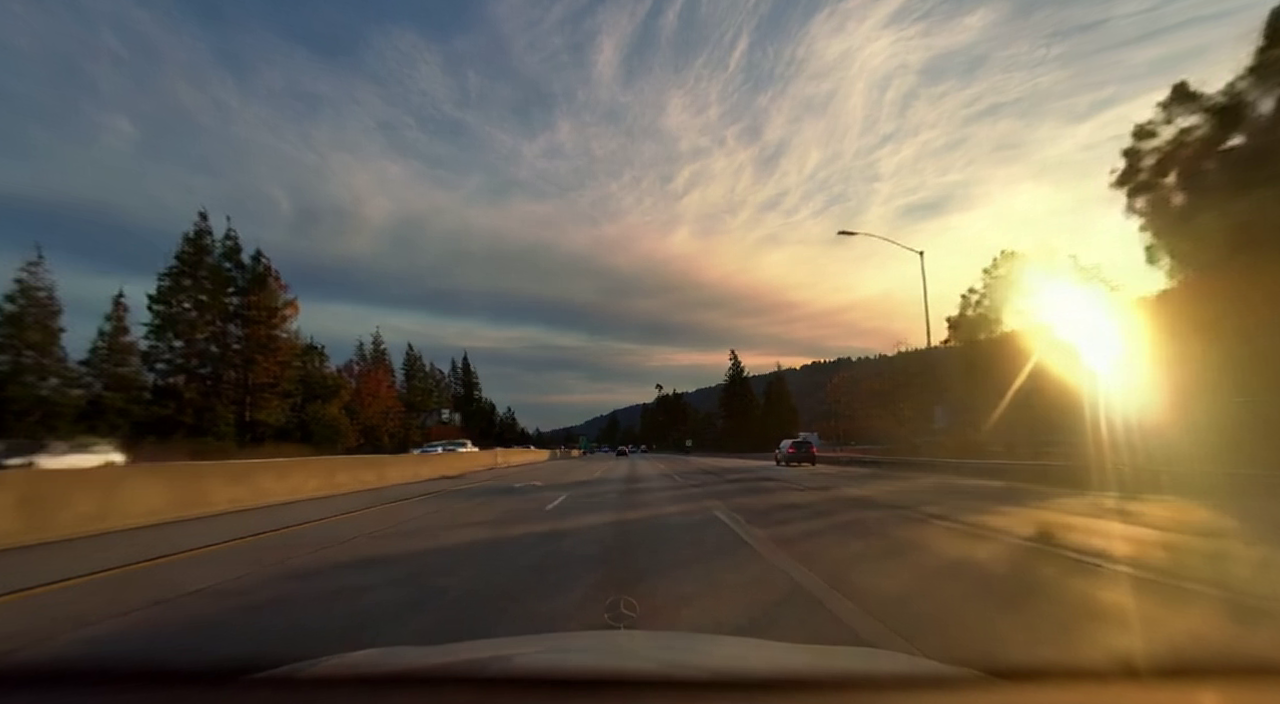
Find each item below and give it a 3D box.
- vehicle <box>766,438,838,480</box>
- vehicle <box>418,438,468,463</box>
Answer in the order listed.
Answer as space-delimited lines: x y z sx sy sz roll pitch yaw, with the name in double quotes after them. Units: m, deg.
7.038 4.692 27.889 2.081 1.705 3.926 0 -9 -1 "vehicle"
-14.032 7.074 45.359 2.134 1.624 4.589 0 -9 0 "vehicle"
